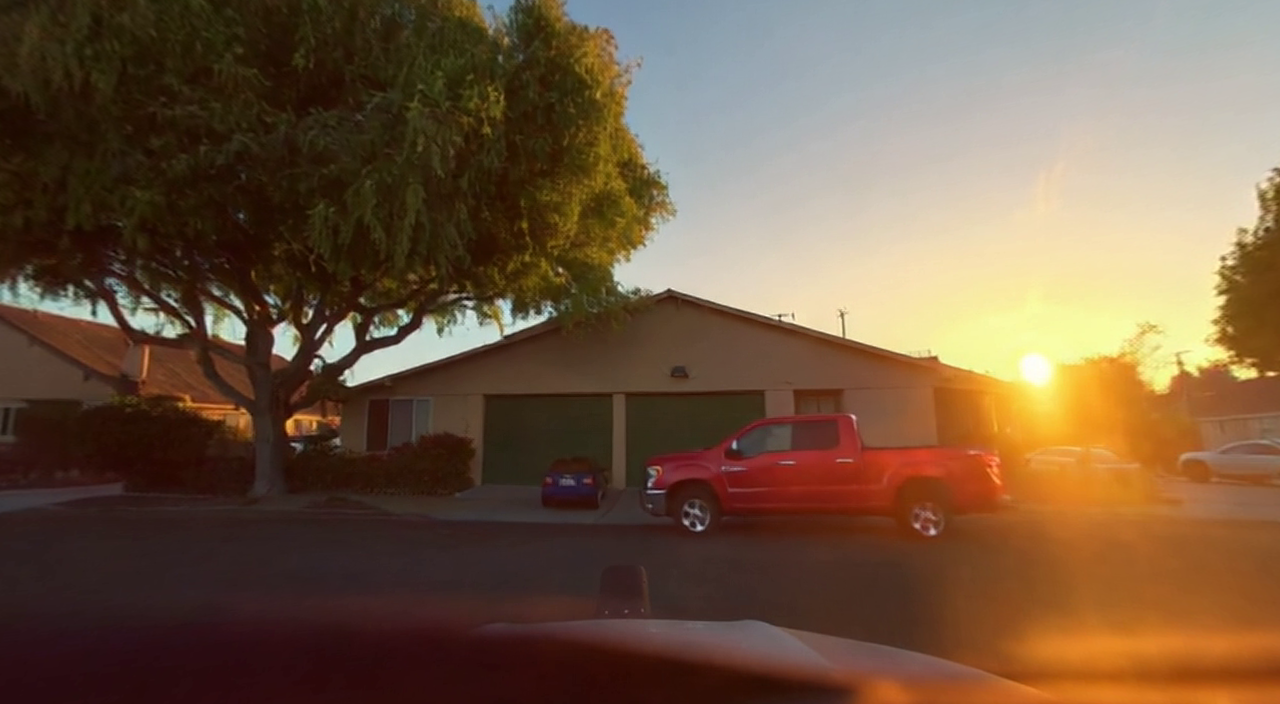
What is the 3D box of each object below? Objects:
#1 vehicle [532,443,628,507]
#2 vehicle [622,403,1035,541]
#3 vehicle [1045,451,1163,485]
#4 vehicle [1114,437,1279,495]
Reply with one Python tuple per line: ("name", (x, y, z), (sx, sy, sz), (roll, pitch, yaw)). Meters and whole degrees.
("vehicle", (-1.696, 3.623, 19.056), (1.869, 1.460, 3.826), (-5, -6, 10))
("vehicle", (2.670, 1.841, 10.040), (5.600, 1.835, 2.161), (-1, -8, 9))
("vehicle", (21.027, 5.252, 28.730), (3.897, 1.416, 1.703), (-2, -8, 10))
("vehicle", (18.946, 3.742, 21.011), (4.383, 1.784, 2.211), (-2, -8, 9))
